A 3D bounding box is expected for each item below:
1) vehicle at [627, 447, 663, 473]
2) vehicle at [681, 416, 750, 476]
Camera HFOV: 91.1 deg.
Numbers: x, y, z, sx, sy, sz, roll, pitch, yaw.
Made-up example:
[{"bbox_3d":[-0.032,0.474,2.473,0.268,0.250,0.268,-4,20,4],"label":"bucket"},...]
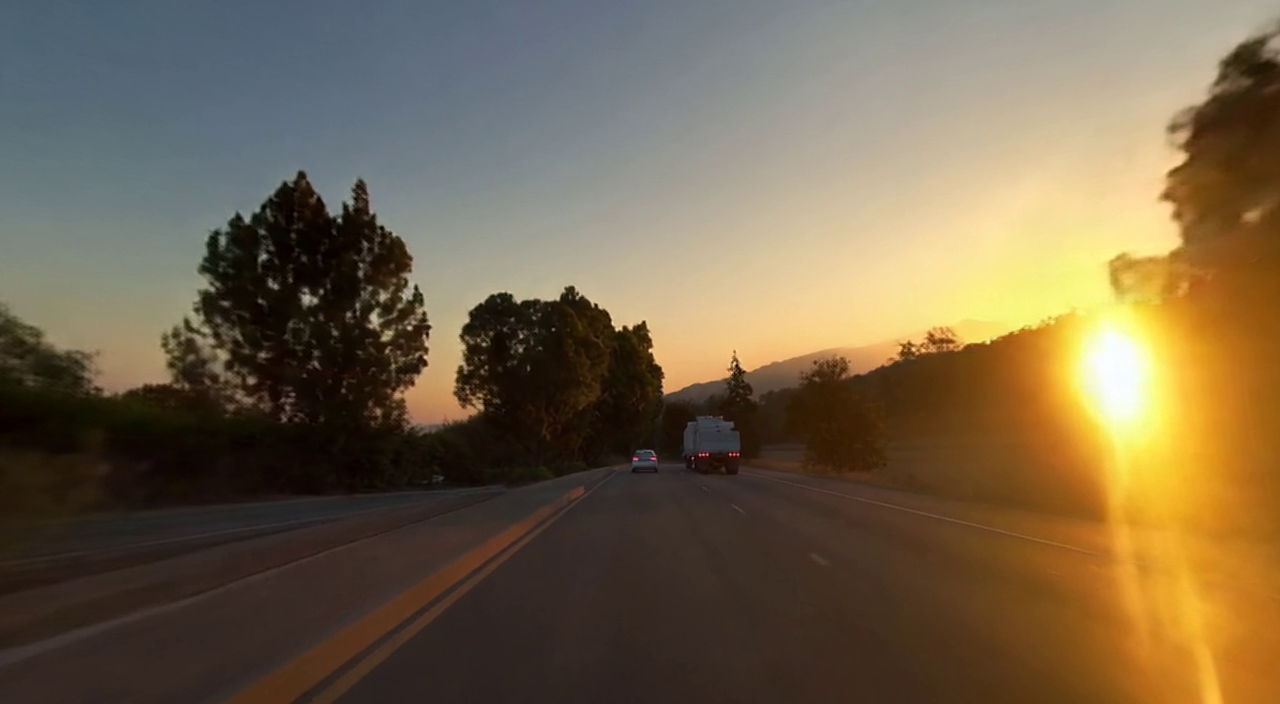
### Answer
[{"bbox_3d":[0.327,6.930,40.486,2.170,1.544,4.373,0,-8,1],"label":"vehicle"},{"bbox_3d":[4.352,5.678,38.071,3.015,3.211,7.982,0,-8,-1],"label":"vehicle"}]
